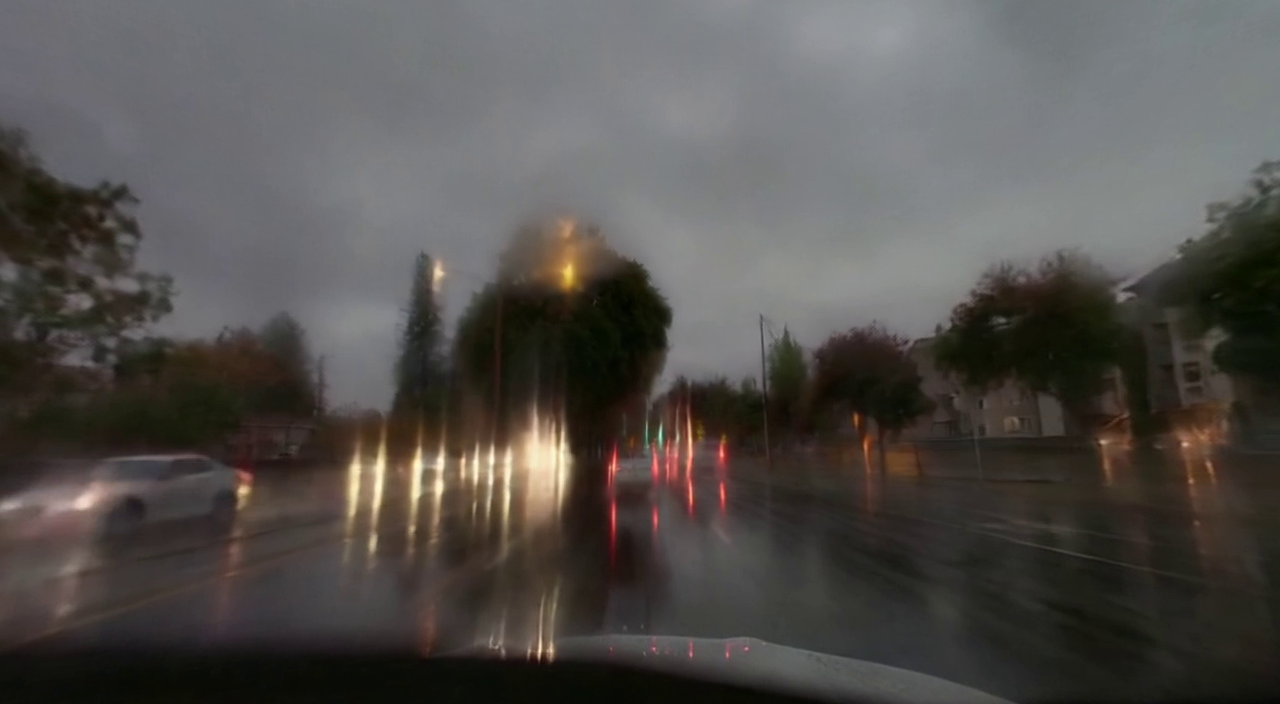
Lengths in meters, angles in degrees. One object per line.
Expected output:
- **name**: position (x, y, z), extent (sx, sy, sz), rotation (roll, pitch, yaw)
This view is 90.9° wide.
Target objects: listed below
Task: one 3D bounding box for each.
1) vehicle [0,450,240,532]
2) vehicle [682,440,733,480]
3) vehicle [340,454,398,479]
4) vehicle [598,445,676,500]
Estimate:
- **vehicle**: position (-11.553, 2.999, 14.261), extent (1.917, 1.488, 4.611), rotation (-1, -8, 1)
- **vehicle**: position (3.327, 5.387, 31.779), extent (2.073, 1.822, 4.276), rotation (0, -8, 0)
- **vehicle**: position (-18.192, 7.687, 42.570), extent (1.928, 1.491, 4.316), rotation (-1, -8, 1)
- **vehicle**: position (-0.085, 3.627, 19.379), extent (2.140, 1.474, 4.026), rotation (0, -8, 0)
